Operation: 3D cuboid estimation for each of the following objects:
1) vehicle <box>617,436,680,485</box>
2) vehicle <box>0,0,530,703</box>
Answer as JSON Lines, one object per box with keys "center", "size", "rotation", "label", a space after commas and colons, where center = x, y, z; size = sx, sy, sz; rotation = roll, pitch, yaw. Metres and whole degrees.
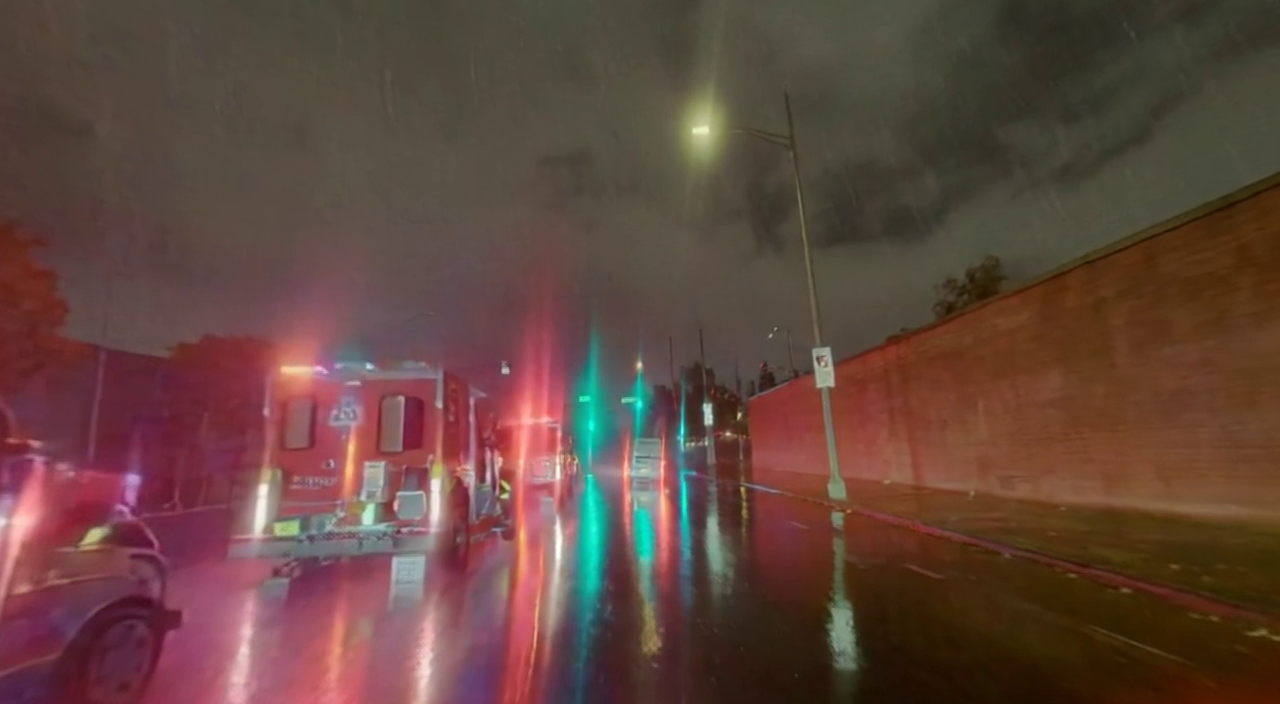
{"center": [0.242, 4.586, 26.849], "size": [2.332, 1.831, 4.930], "rotation": [0, -9, -3], "label": "vehicle"}
{"center": [-3.195, 0.456, 3.487], "size": [3.644, 3.138, 9.346], "rotation": [0, -9, -1], "label": "vehicle"}
